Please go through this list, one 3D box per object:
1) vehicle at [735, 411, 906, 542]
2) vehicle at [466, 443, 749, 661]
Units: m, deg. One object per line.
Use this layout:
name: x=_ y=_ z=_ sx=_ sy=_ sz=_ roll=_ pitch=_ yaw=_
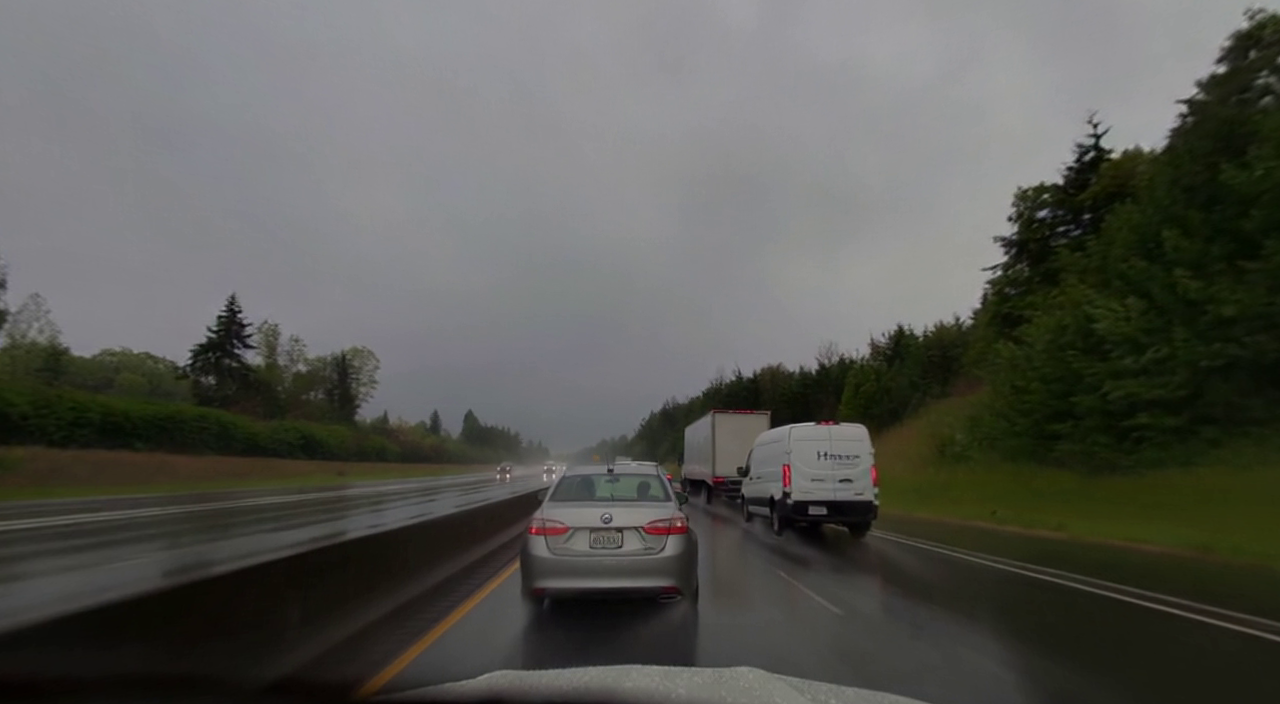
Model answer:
vehicle: x=3.987 y=2.955 z=15.196 sx=2.328 sy=2.537 sz=5.290 roll=1 pitch=-11 yaw=-2
vehicle: x=-0.254 y=1.733 z=6.212 sx=1.980 sy=1.493 sz=3.410 roll=1 pitch=-11 yaw=-1
